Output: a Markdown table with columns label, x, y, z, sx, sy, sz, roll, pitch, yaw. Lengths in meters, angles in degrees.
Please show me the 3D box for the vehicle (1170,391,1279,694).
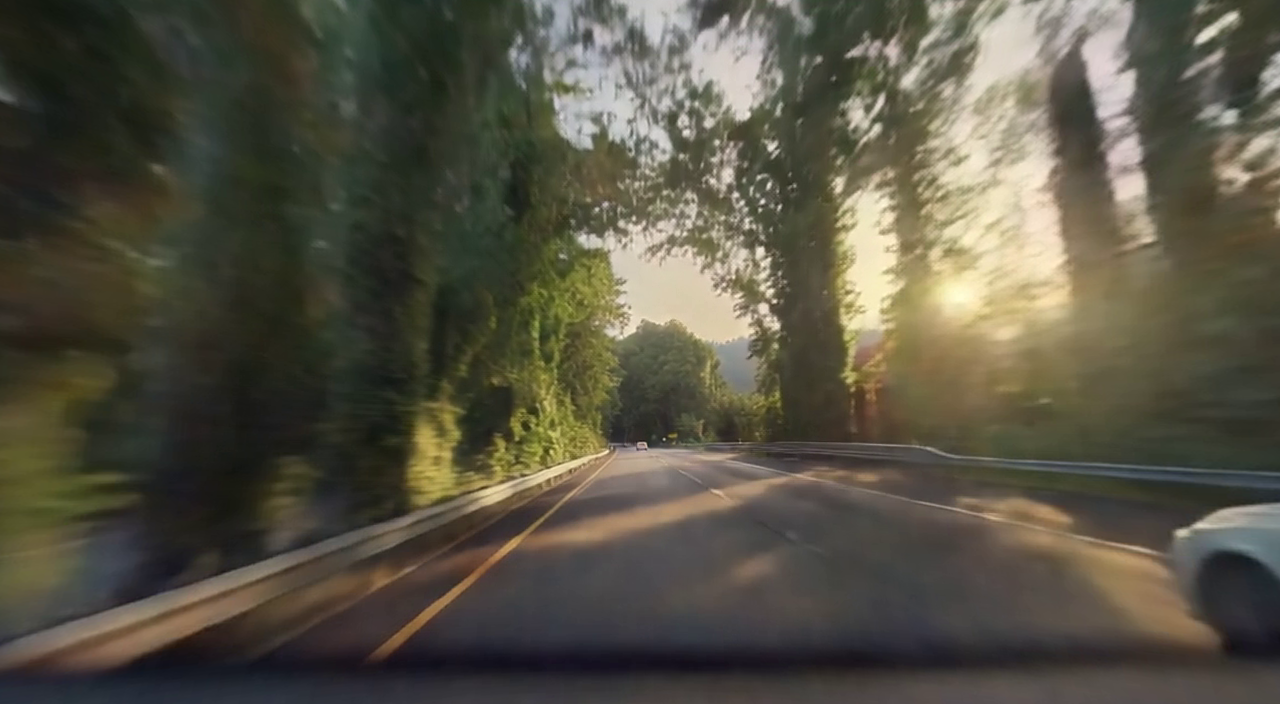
| label | x | y | z | sx | sy | sz | roll | pitch | yaw |
| --- | --- | --- | --- | --- | --- | --- | --- | --- | --- |
| vehicle | 4.230 | 0.707 | 1.406 | 1.905 | 1.525 | 4.719 | 0 | -8 | -1 |
